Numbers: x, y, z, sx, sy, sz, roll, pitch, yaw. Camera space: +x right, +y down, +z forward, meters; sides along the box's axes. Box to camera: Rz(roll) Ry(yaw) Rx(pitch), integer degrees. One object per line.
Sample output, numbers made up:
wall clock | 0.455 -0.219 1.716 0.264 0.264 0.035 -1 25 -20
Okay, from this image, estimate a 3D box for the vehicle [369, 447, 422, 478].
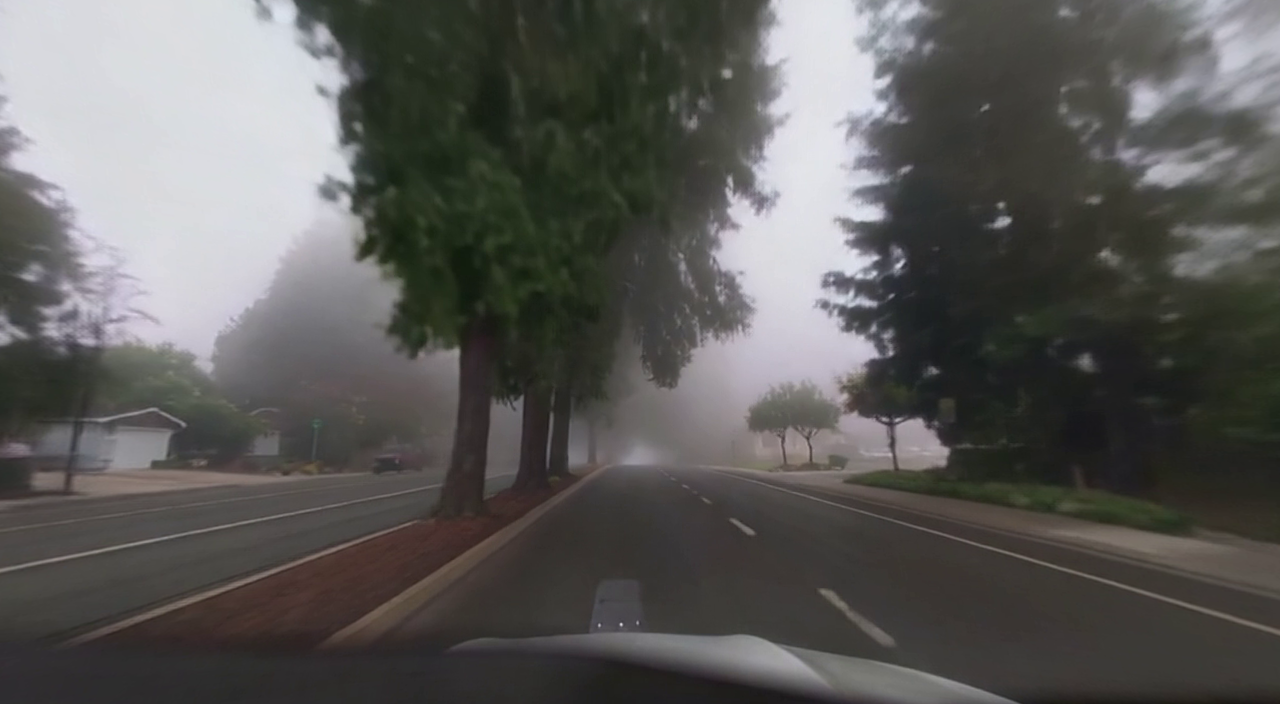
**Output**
vehicle | -12.690 5.746 33.068 2.068 1.502 4.643 2 -10 -15
